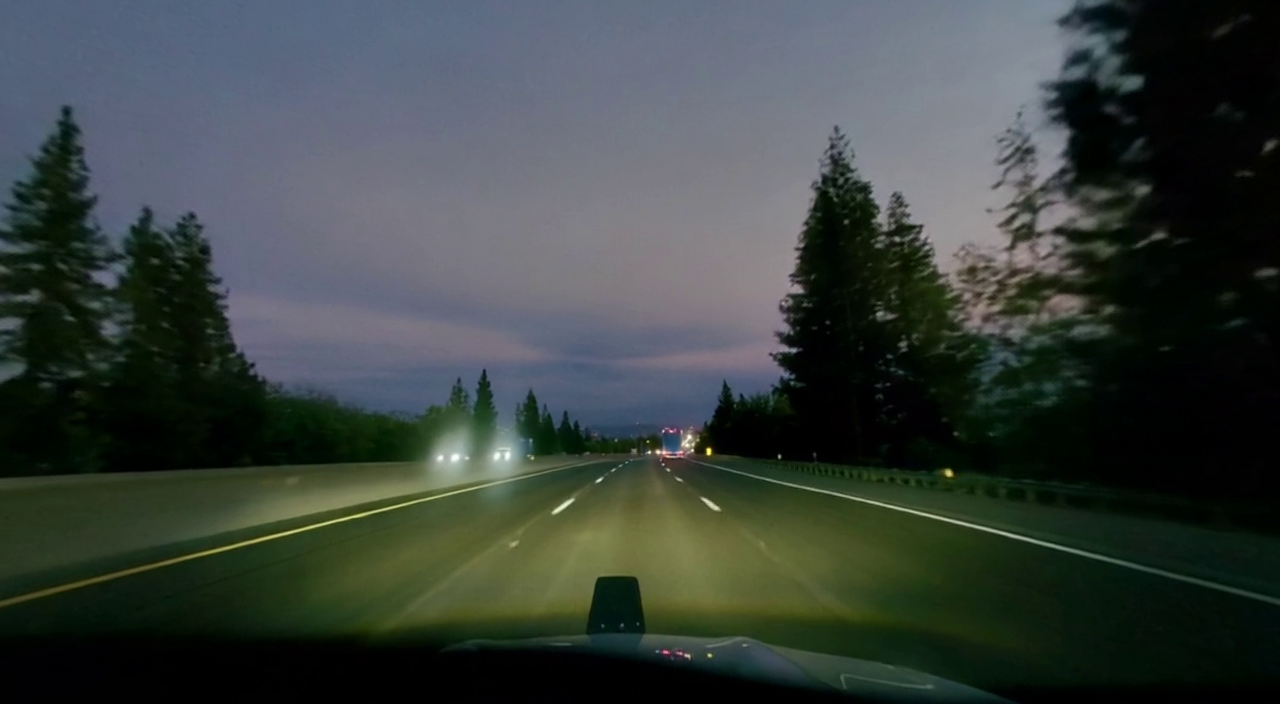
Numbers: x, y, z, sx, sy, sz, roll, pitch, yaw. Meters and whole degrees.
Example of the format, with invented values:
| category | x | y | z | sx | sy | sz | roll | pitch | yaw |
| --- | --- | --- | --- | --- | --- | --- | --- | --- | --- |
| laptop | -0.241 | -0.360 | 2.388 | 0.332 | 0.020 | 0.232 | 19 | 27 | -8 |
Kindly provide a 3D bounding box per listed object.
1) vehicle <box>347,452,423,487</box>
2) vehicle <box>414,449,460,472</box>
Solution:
| category | x | y | z | sx | sy | sz | roll | pitch | yaw |
| --- | --- | --- | --- | --- | --- | --- | --- | --- | --- |
| vehicle | -11.629 | 5.369 | 29.020 | 1.822 | 1.441 | 4.016 | 0 | -9 | 0 |
| vehicle | -15.700 | 8.414 | 48.958 | 1.946 | 1.683 | 4.594 | -1 | -9 | 1 |
